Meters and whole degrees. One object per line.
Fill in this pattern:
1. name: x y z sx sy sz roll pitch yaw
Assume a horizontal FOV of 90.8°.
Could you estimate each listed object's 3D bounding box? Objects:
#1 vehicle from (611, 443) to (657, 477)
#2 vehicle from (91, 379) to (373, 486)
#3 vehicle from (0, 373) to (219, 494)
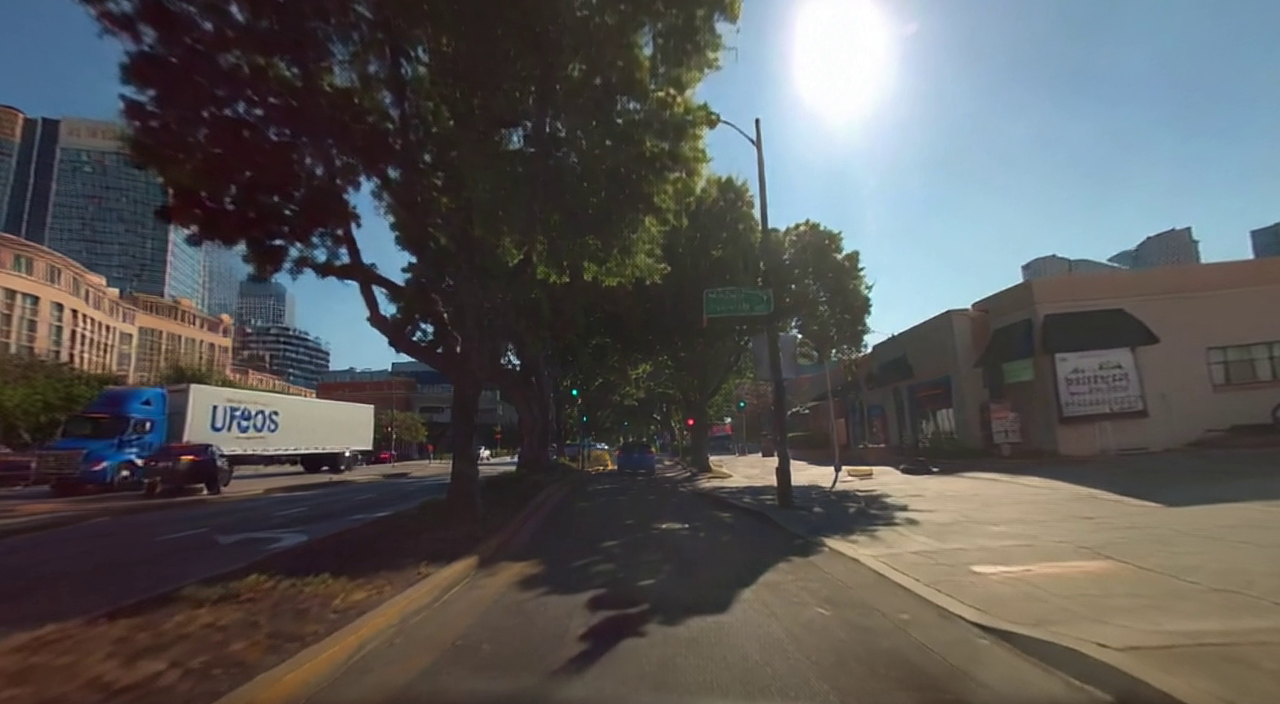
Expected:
1. vehicle: -0.220 4.938 29.129 2.006 1.470 3.799 0 -8 1
2. vehicle: -18.194 3.924 30.014 2.792 4.025 11.784 -3 -9 19
3. vehicle: -20.231 3.139 24.091 3.045 3.961 6.104 -3 -9 18
